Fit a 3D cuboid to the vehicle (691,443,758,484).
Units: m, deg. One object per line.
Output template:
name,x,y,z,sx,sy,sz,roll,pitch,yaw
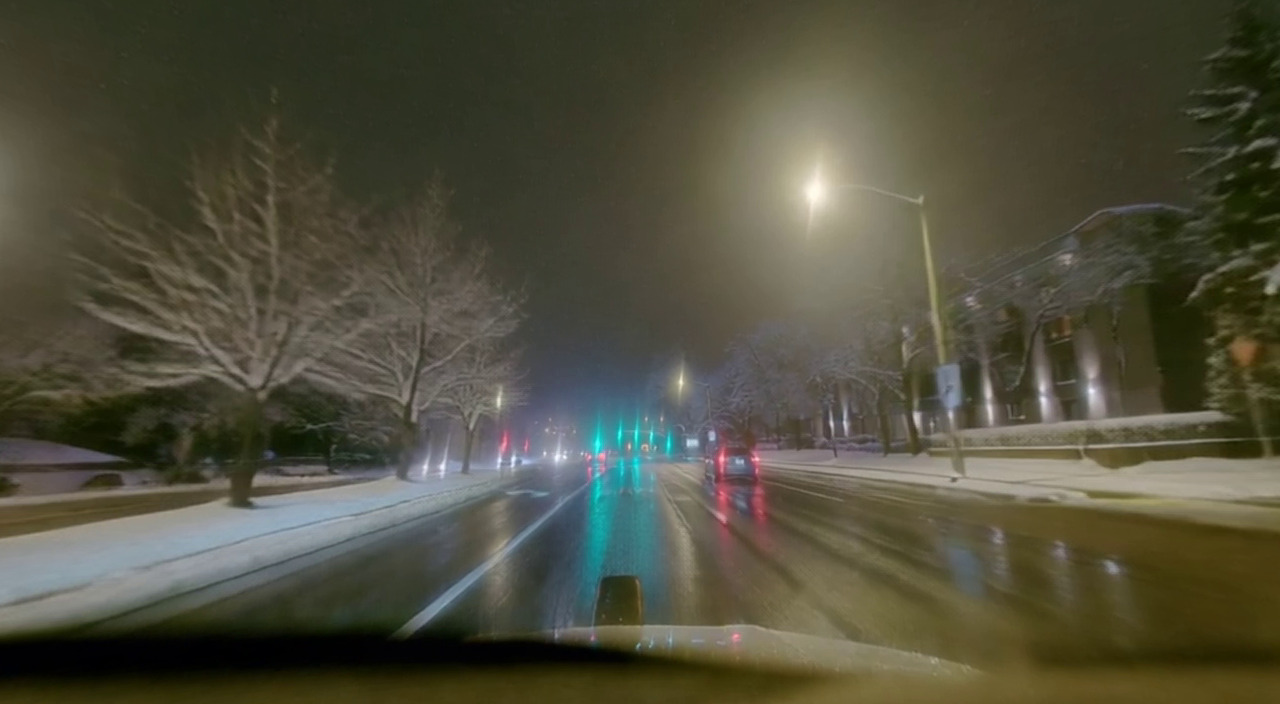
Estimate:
vehicle,3.240,4.365,25.073,1.966,1.449,4.290,0,-9,-1
